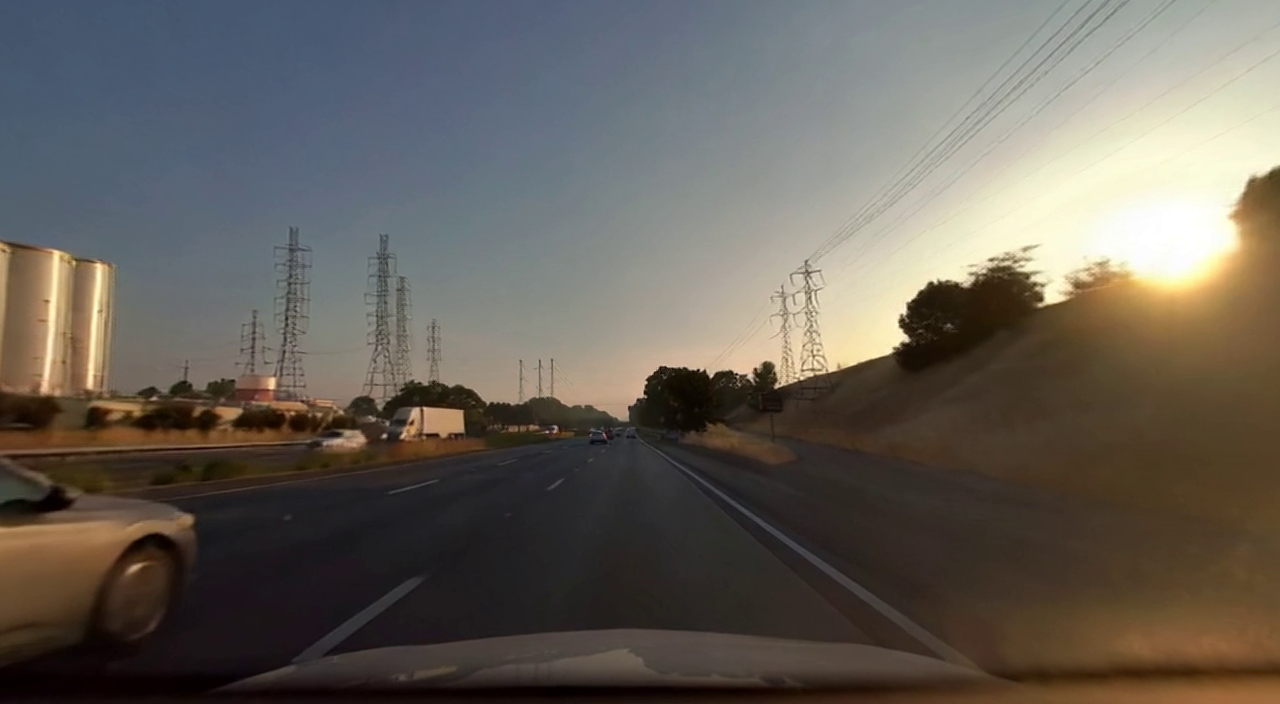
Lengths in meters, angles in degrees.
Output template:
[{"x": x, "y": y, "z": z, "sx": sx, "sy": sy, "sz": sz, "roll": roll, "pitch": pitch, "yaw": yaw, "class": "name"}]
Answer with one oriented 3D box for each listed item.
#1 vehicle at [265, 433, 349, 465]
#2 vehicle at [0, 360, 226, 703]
[{"x": -16.262, "y": 4.724, "z": 31.038, "sx": 1.805, "sy": 1.466, "sz": 4.372, "roll": 0, "pitch": -7, "yaw": -1, "class": "vehicle"}, {"x": -3.930, "y": 0.774, "z": 2.296, "sx": 2.023, "sy": 1.621, "sz": 4.174, "roll": 0, "pitch": -7, "yaw": -1, "class": "vehicle"}]
